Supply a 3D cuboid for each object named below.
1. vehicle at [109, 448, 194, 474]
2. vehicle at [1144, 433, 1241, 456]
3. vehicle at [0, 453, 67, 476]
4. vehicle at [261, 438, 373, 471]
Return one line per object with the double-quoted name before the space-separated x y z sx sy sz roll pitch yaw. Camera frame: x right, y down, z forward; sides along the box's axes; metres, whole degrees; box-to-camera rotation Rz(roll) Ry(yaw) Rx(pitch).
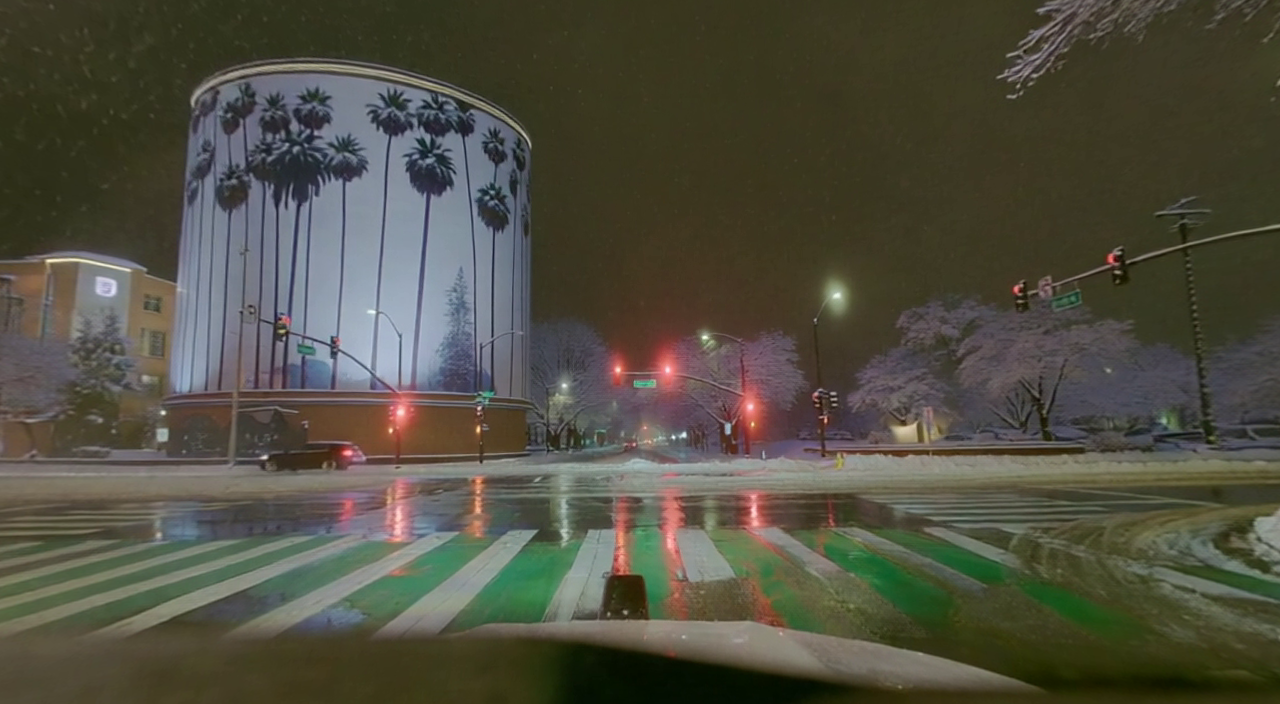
"vehicle" -33.074 7.395 42.752 4.136 1.661 1.857 0 -8 1
"vehicle" 36.152 6.043 41.305 4.606 1.449 1.687 0 -8 2
"vehicle" -41.663 7.606 42.768 3.698 1.508 1.779 0 -8 1
"vehicle" -19.194 6.109 37.659 5.477 1.880 2.125 0 -8 1
